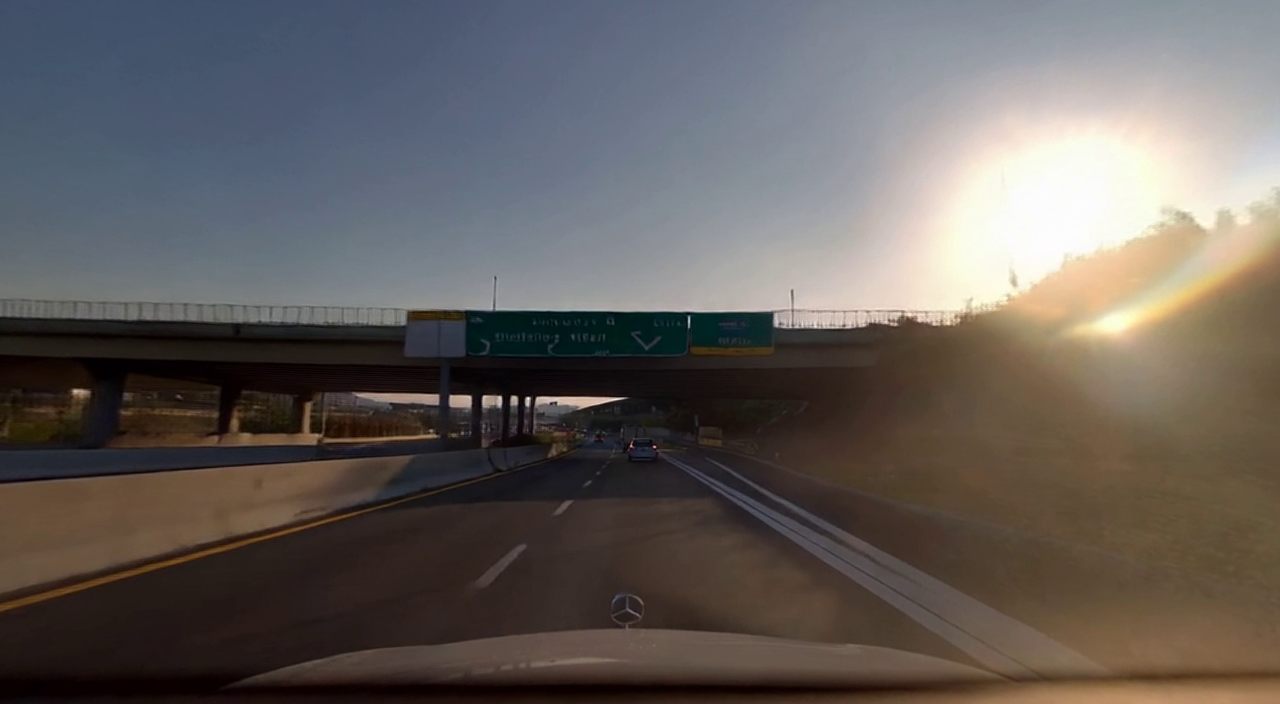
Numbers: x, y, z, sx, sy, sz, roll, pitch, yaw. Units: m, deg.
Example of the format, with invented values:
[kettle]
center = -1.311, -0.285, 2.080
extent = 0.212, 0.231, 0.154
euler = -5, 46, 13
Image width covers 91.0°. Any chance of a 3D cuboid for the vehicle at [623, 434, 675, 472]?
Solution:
[vehicle]
center = 0.375, 4.458, 27.915
extent = 2.130, 1.512, 4.057
euler = 0, -8, 1
